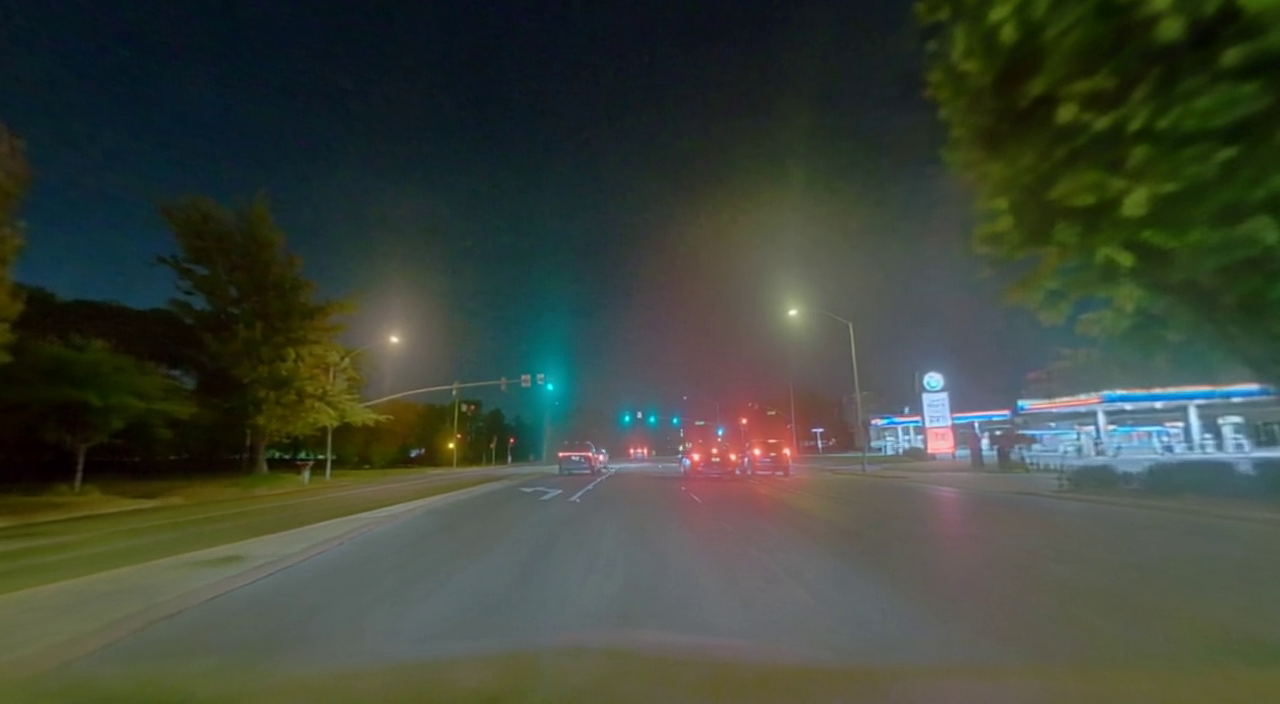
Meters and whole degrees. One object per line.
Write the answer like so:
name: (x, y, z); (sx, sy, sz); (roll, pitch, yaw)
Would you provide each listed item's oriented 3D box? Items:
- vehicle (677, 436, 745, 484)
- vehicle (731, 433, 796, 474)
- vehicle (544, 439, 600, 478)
vehicle: (2.806, 4.396, 26.045); (2.140, 1.800, 4.660); (0, -8, -1)
vehicle: (7.033, 5.873, 36.740); (2.510, 2.176, 5.527); (0, -8, -2)
vehicle: (-3.390, 5.403, 32.321); (2.261, 1.820, 4.255); (0, -8, 2)
